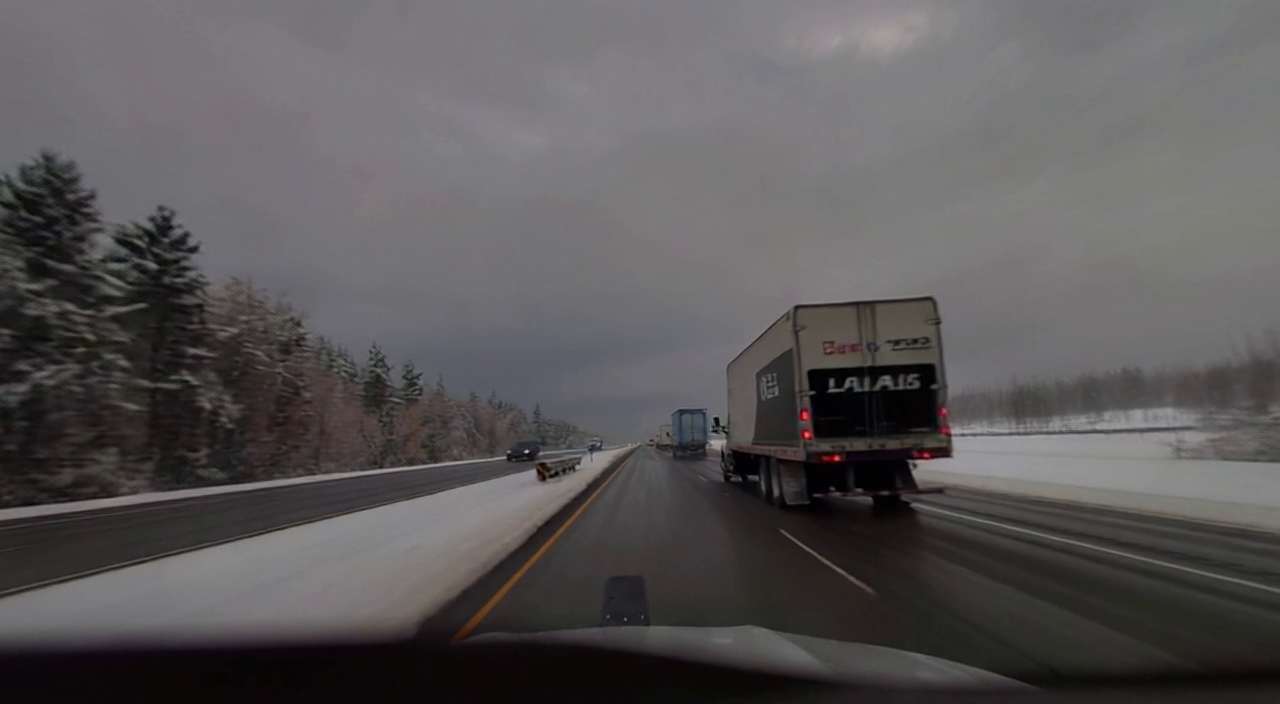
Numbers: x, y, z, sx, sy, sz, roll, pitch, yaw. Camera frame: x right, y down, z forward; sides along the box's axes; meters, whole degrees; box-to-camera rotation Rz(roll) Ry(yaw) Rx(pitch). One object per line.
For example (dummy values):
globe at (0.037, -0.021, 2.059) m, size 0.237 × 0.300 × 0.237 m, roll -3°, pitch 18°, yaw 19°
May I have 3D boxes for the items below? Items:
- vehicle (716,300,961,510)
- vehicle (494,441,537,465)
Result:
vehicle at (4.510, 1.936, 18.681) m, size 2.864 × 3.962 × 13.768 m, roll 0°, pitch -8°, yaw 0°
vehicle at (-9.253, 7.546, 47.109) m, size 2.019 × 1.697 × 4.634 m, roll 0°, pitch -8°, yaw 3°
